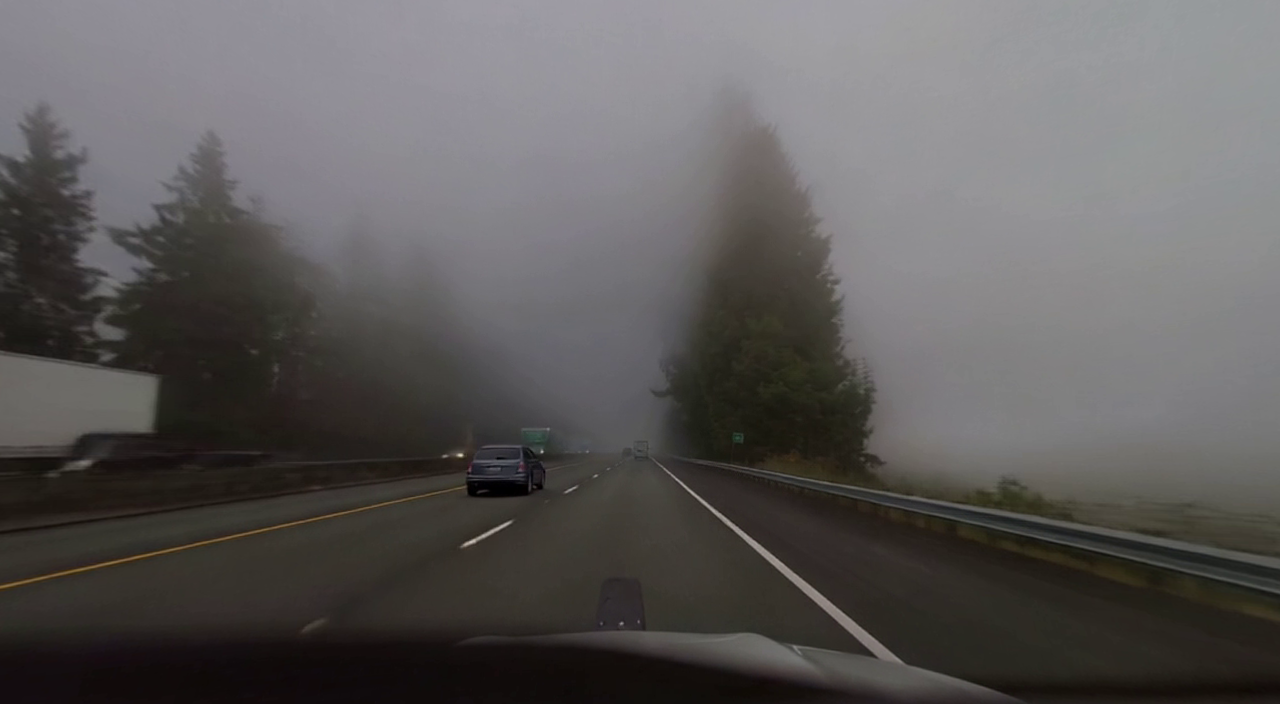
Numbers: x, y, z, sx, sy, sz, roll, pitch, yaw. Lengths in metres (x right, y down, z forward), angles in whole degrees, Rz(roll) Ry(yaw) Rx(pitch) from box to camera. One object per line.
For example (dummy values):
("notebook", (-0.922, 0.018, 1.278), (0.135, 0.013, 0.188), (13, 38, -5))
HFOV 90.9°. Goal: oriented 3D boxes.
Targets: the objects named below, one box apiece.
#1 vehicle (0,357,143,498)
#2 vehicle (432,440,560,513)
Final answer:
("vehicle", (-17.083, 1.723, 14.640), (2.902, 3.412, 9.823), (0, -9, 1))
("vehicle", (-3.306, 2.962, 15.500), (1.969, 1.505, 4.636), (0, -9, 1))
